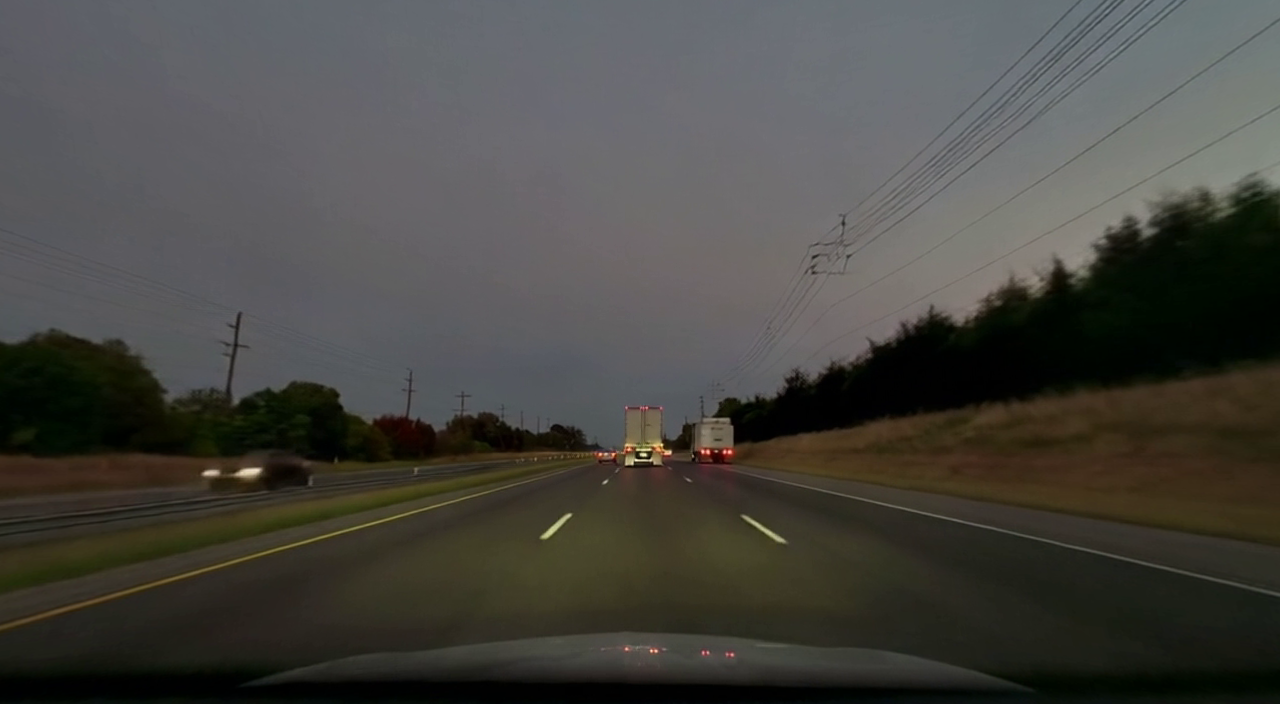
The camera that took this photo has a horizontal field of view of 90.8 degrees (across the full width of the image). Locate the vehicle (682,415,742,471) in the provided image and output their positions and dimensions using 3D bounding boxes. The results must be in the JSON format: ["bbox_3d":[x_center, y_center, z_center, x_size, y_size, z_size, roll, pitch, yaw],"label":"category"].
[{"bbox_3d":[4.650,6.254,42.712,2.938,3.378,8.820,0,-9,0],"label":"vehicle"}]

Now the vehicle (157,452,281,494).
[{"bbox_3d":[-16.361,4.712,24.837,1.860,1.487,4.322,0,-9,0],"label":"vehicle"}]

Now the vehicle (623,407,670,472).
[{"bbox_3d":[0.449,6.614,46.786,2.997,4.076,13.224,0,-9,0],"label":"vehicle"}]
